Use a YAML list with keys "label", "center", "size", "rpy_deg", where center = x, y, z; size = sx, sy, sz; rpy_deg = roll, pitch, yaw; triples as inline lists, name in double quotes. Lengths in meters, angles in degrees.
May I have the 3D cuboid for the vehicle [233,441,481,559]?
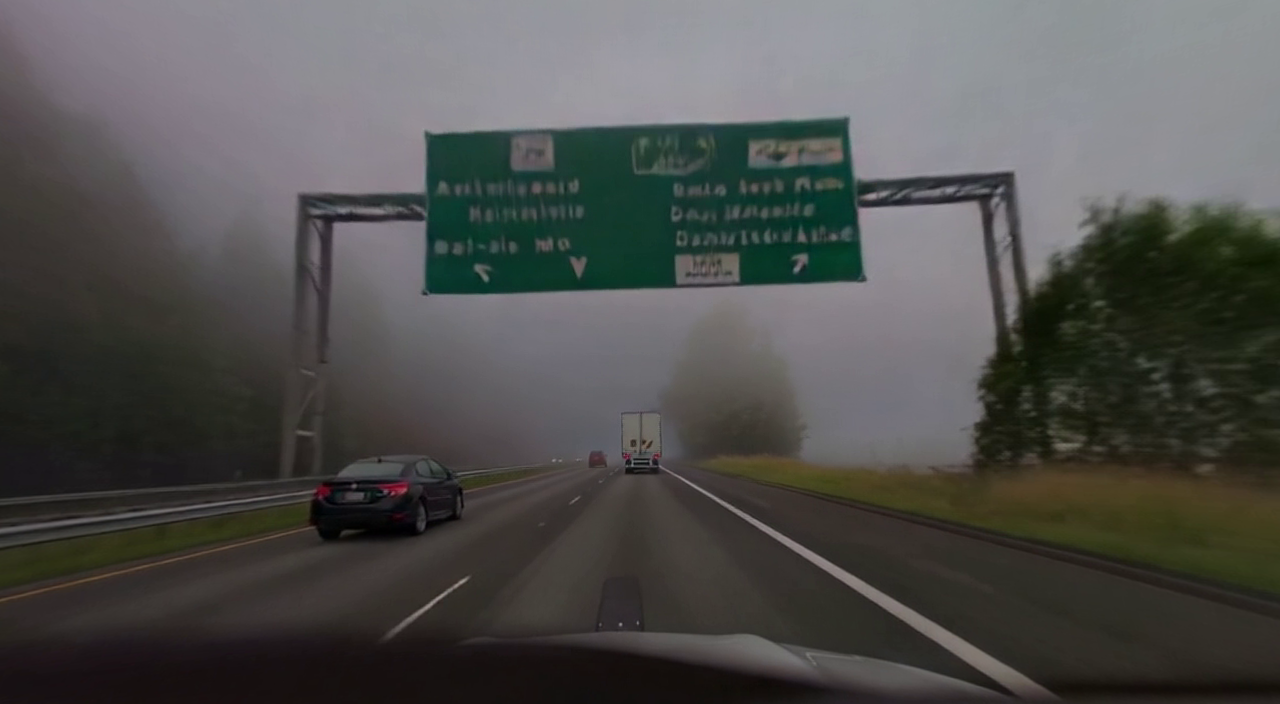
- label: "vehicle"
  center: [-4.089, 2.194, 10.069]
  size: [1.968, 1.460, 4.227]
  rpy_deg: [0, -9, 0]
